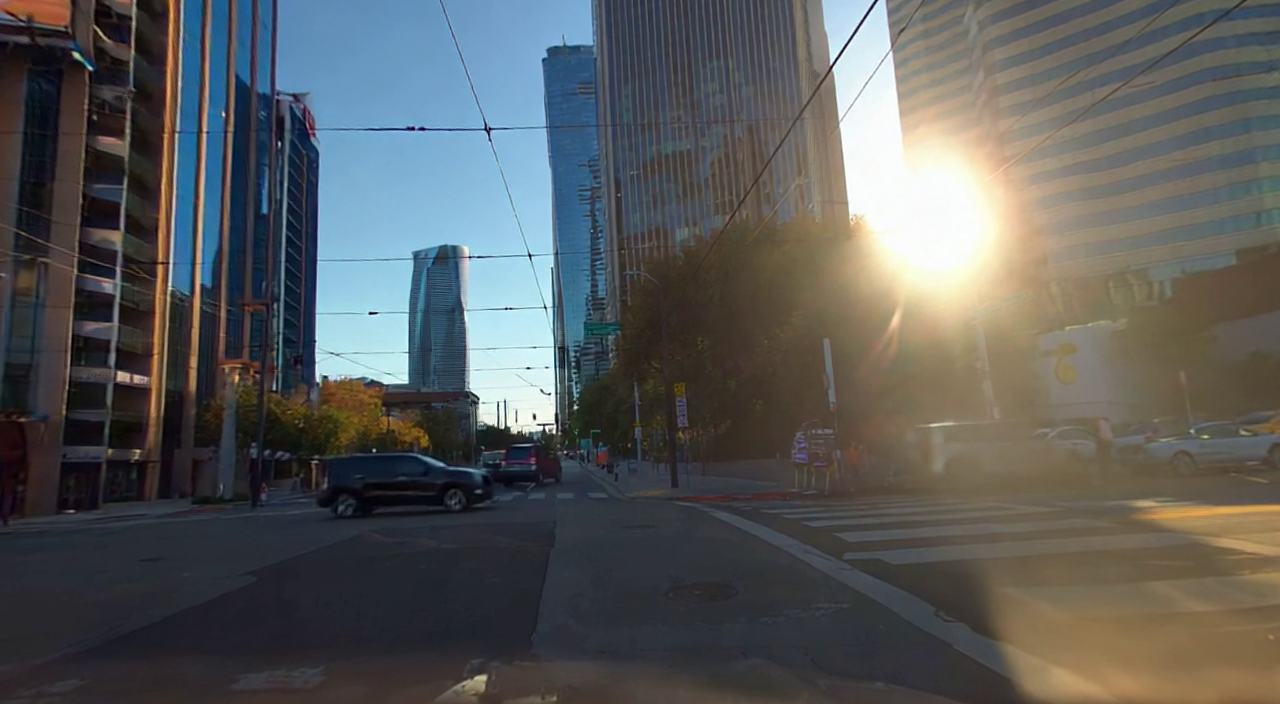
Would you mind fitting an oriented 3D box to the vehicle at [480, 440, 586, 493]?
[{"bbox_3d":[-4.249,4.647,26.123,2.137,1.910,5.120,-3,-9,18],"label":"vehicle"}]

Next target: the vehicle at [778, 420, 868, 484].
[{"bbox_3d":[7.551,4.111,26.628,2.316,2.425,4.466,1,-7,-2],"label":"vehicle"}]

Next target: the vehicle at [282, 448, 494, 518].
[{"bbox_3d":[-6.294,3.309,16.277,4.637,1.624,1.927,0,-8,-3],"label":"vehicle"}]

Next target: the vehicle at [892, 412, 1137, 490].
[{"bbox_3d":[8.871,2.407,15.271,4.629,1.696,2.098,1,-10,-6],"label":"vehicle"}]

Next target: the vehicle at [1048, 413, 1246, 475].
[{"bbox_3d":[16.753,3.051,21.068,4.944,1.946,1.952,0,-8,-3],"label":"vehicle"}]
